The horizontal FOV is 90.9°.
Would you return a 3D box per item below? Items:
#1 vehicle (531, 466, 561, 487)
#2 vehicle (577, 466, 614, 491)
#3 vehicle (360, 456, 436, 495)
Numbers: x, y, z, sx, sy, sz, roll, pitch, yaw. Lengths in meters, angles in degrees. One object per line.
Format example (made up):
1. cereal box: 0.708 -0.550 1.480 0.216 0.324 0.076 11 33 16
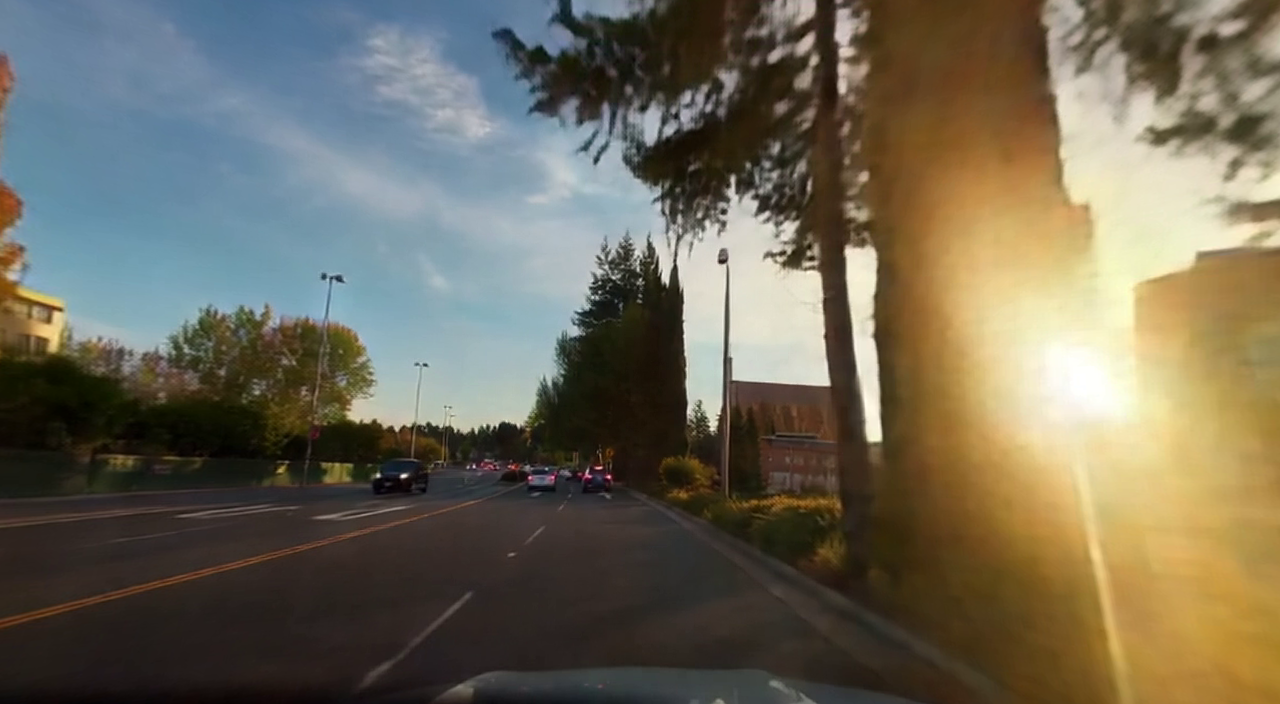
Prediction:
1. vehicle: -6.908 9.180 46.582 2.030 1.441 4.806 2 -11 -7
2. vehicle: -2.900 8.082 40.336 2.129 1.471 4.258 2 -10 -7
3. vehicle: -11.436 5.895 30.183 2.183 1.665 4.498 2 -10 -5
